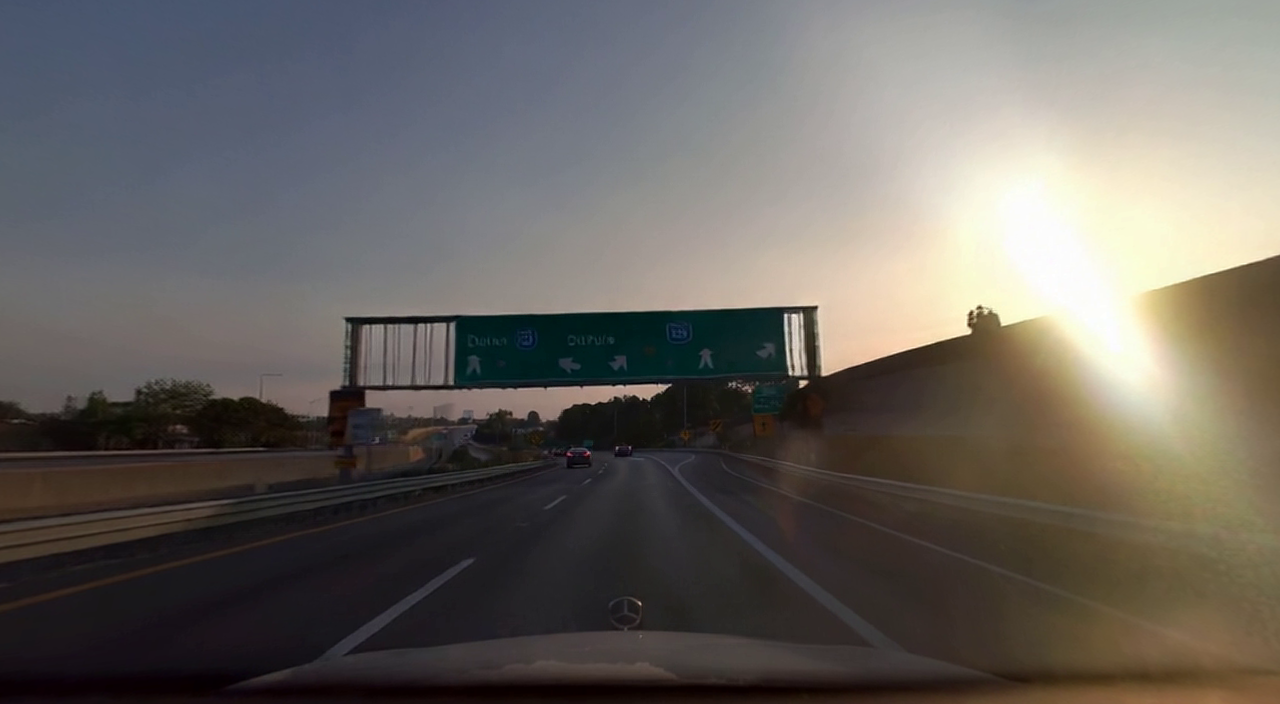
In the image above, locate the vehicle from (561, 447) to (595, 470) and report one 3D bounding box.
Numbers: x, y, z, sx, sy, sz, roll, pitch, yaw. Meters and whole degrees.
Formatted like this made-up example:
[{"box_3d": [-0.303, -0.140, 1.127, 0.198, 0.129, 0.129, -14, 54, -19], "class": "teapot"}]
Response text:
[{"box_3d": [-4.556, 7.922, 46.944, 2.234, 1.588, 4.484, 1, -8, -2], "class": "vehicle"}]
